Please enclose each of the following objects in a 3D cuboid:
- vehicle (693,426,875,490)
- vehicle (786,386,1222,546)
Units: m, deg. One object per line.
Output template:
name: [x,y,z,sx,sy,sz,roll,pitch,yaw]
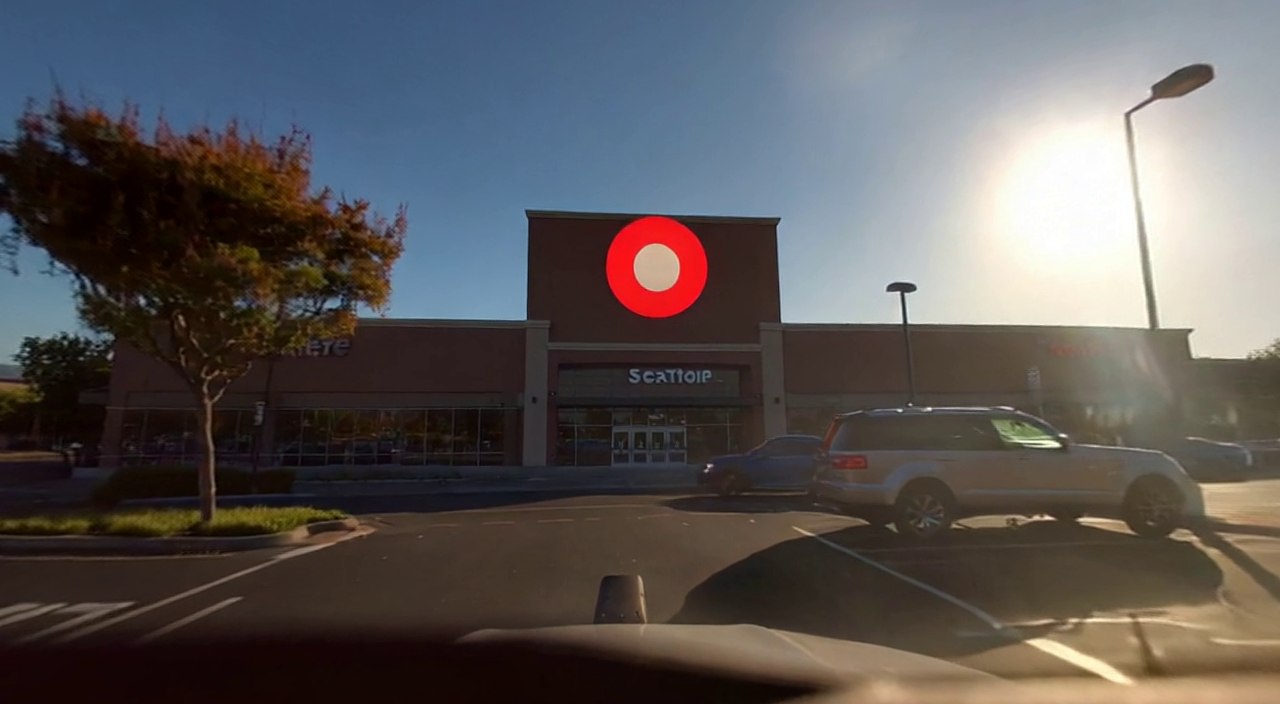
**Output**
vehicle: [4.296,3.211,19.345,4.957,1.788,2.092,1,-9,-8]
vehicle: [4.912,1.577,9.140,4.864,1.916,2.413,1,-8,-7]
